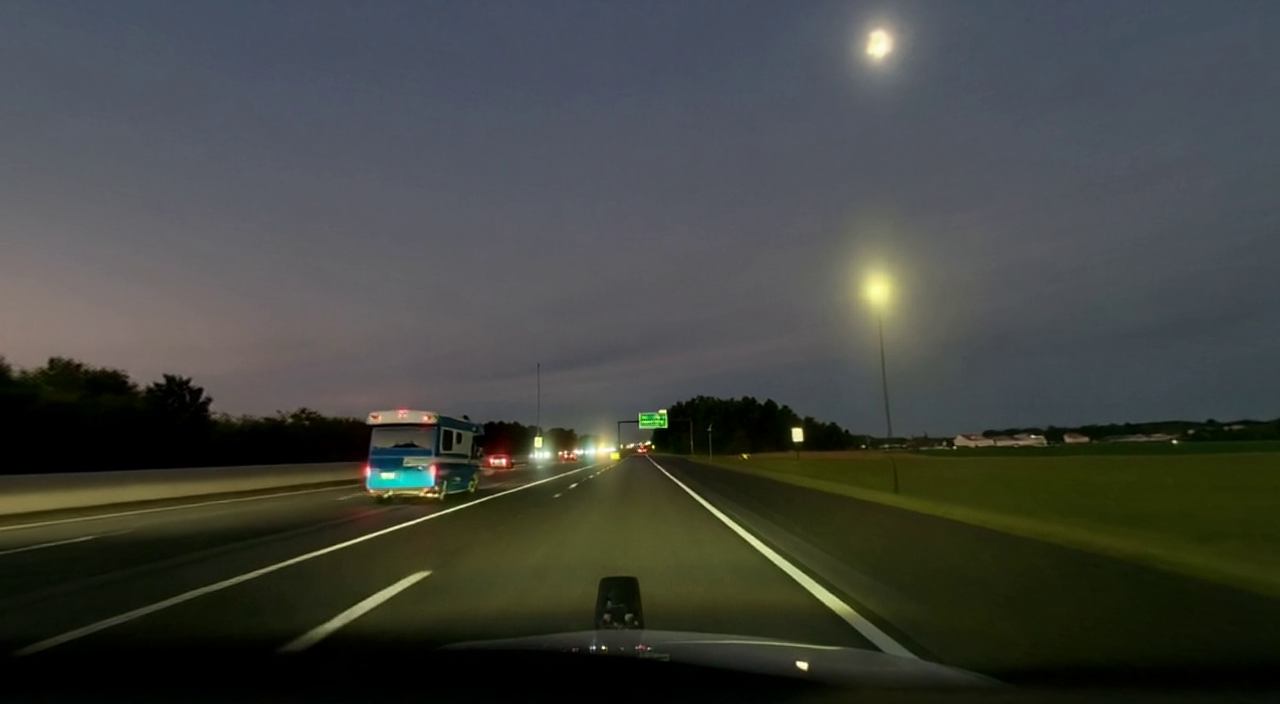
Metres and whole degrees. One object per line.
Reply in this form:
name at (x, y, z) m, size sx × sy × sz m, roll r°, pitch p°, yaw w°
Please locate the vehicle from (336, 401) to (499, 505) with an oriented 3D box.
vehicle at (-7.190, 3.444, 21.784) m, size 2.747 × 2.934 × 7.411 m, roll 0°, pitch -9°, yaw 2°
